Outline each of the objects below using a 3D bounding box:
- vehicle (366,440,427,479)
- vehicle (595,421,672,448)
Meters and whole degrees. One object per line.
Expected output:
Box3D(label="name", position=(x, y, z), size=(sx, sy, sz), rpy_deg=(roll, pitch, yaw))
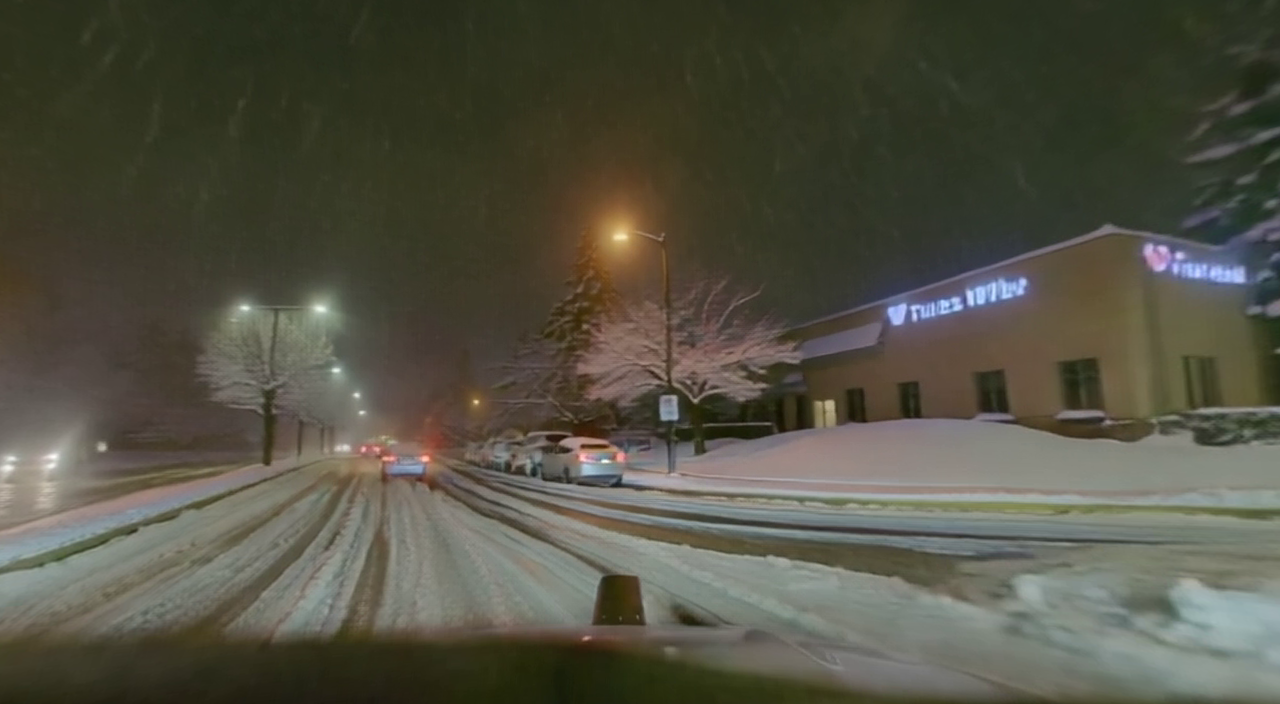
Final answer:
Box3D(label="vehicle", position=(-11.413, 4.943, 29.450), size=(2.197, 1.642, 4.312), rpy_deg=(4, -9, -26))
Box3D(label="vehicle", position=(-0.432, 5.735, 43.653), size=(4.851, 1.737, 2.189), rpy_deg=(4, -9, -27))
